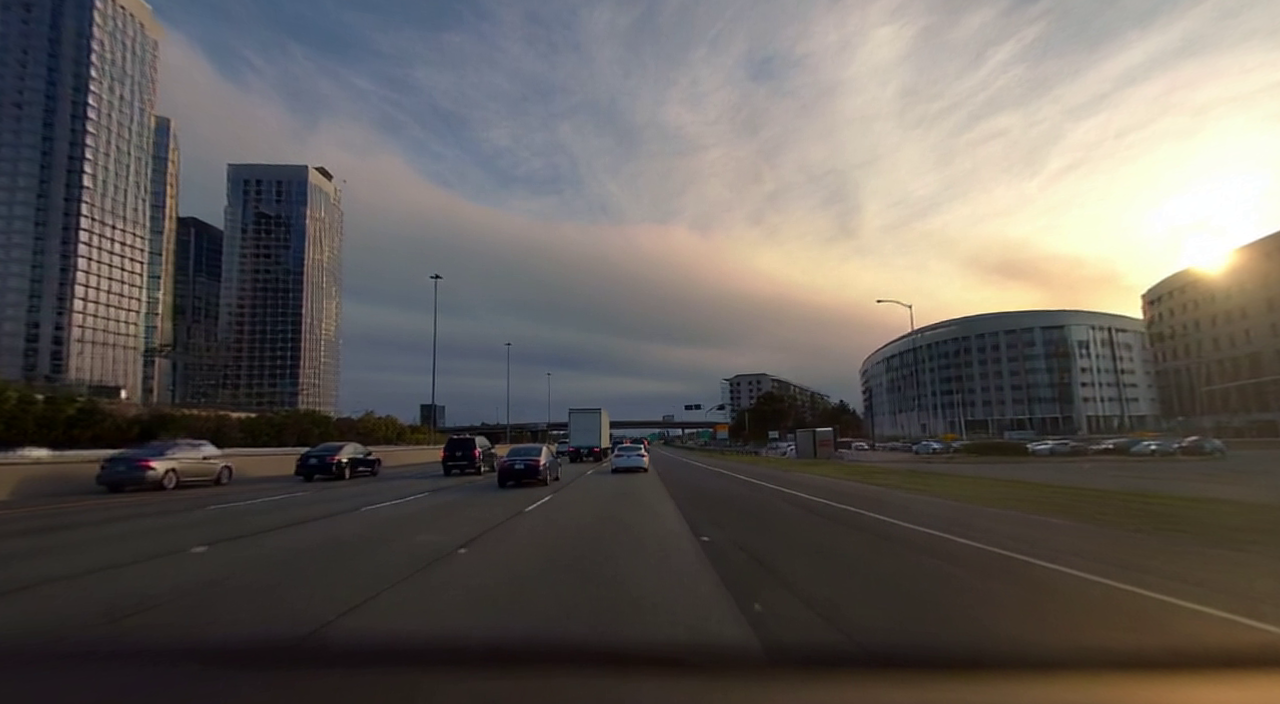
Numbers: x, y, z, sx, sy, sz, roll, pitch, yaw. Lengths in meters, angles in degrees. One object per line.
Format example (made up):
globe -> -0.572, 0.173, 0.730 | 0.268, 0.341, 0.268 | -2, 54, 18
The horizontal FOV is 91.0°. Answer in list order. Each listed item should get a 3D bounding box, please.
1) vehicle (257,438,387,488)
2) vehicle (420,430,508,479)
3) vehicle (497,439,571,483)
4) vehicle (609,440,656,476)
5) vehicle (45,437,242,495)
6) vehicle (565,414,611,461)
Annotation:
vehicle -> -10.724, 3.766, 21.737 | 1.987, 1.495, 4.710 | 0, -9, 1
vehicle -> -7.207, 4.268, 26.354 | 2.190, 1.821, 4.800 | 0, -9, 1
vehicle -> -3.931, 4.124, 24.146 | 2.016, 1.497, 4.235 | 0, -9, 1
vehicle -> -0.348, 4.811, 28.803 | 1.991, 1.488, 3.922 | 0, -9, 0
vehicle -> -14.506, 3.339, 18.876 | 1.948, 1.483, 4.814 | 0, -9, 0
vehicle -> -3.935, 6.810, 49.693 | 2.955, 3.359, 8.322 | 0, -9, 0
